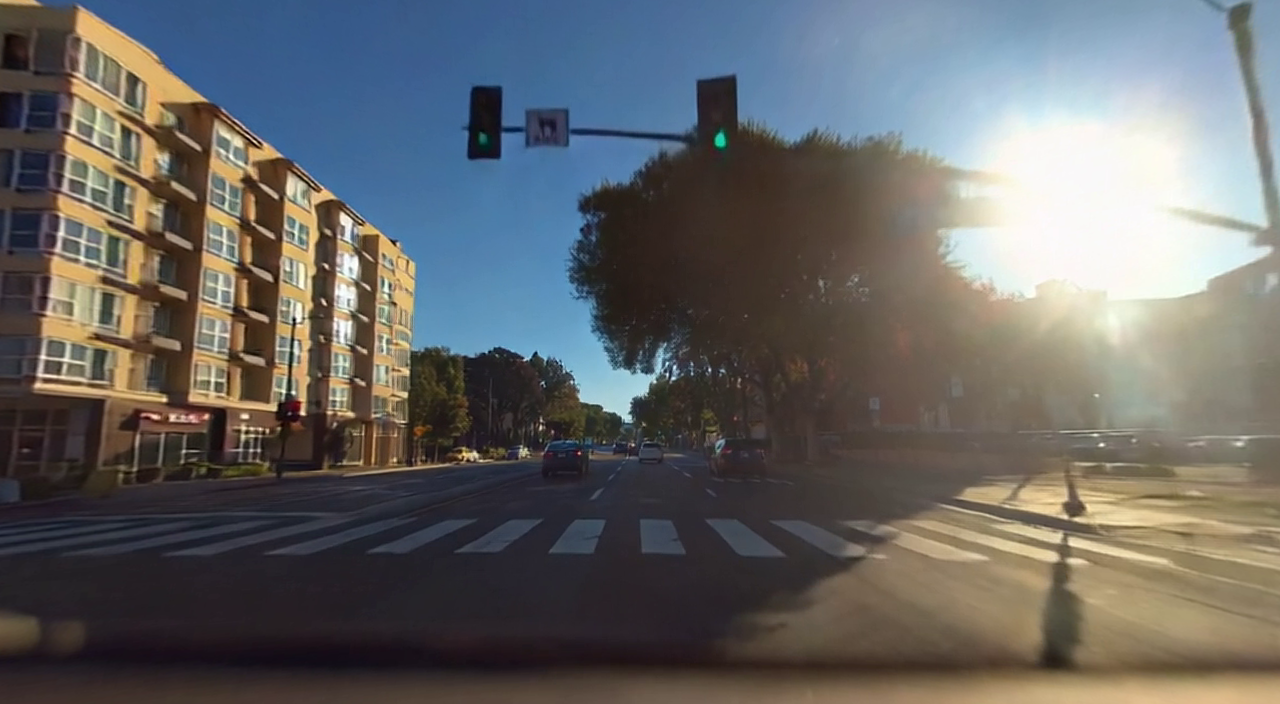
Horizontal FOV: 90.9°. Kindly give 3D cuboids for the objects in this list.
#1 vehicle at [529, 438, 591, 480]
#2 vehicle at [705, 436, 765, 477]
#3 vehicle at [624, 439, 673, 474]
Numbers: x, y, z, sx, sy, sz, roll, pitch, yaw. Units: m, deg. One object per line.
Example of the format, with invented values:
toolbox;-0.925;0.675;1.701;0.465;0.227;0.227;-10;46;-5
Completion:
vehicle;-3.038;4.169;24.811;1.860;1.510;4.073;0;-8;1
vehicle;4.118;4.576;27.866;1.987;1.637;3.896;0;-8;-1
vehicle;0.357;4.856;29.513;2.103;1.468;4.094;0;-8;0
